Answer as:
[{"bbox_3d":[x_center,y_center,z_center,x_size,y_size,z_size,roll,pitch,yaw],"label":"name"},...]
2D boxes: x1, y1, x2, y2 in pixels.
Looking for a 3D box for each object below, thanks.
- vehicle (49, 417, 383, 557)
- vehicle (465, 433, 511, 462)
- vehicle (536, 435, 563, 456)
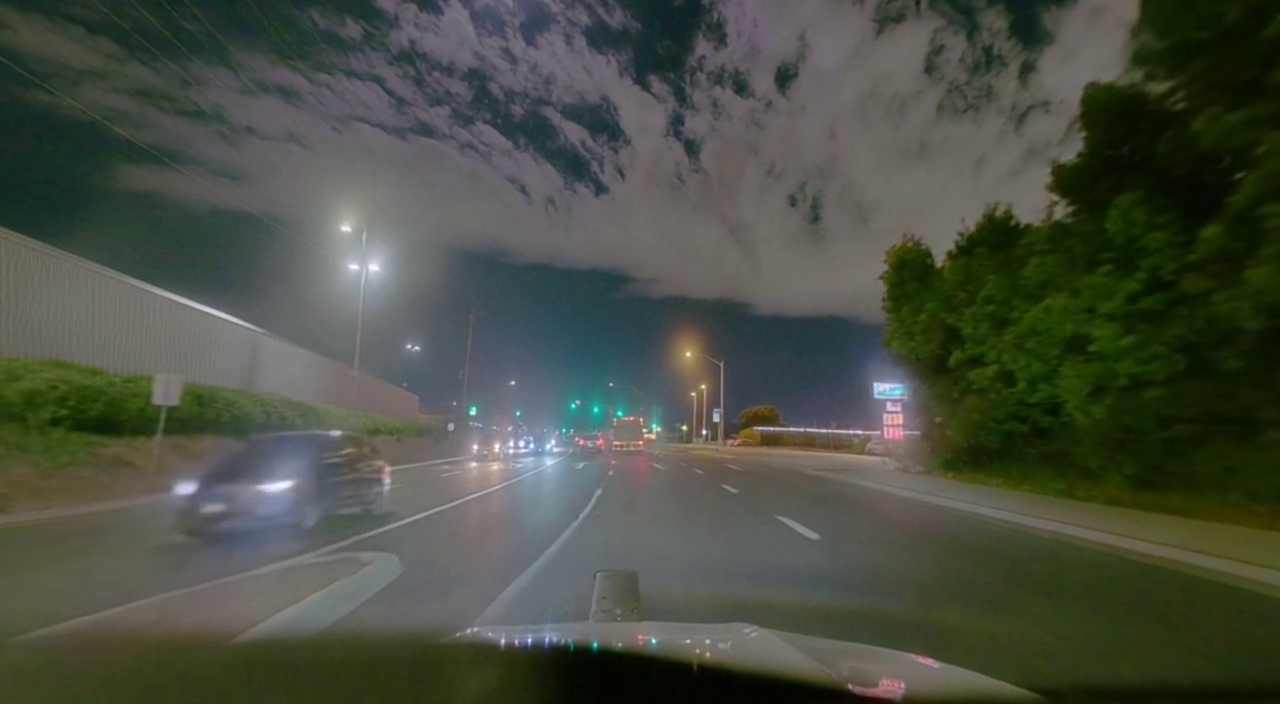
[{"bbox_3d":[-5.751,1.839,9.334,2.120,1.610,3.917,0,-8,2],"label":"vehicle"},{"bbox_3d":[-9.114,5.735,38.042,1.957,1.588,3.965,0,-8,-2],"label":"vehicle"},{"bbox_3d":[-6.839,7.102,47.863,1.727,1.519,3.805,0,-8,-4],"label":"vehicle"}]
